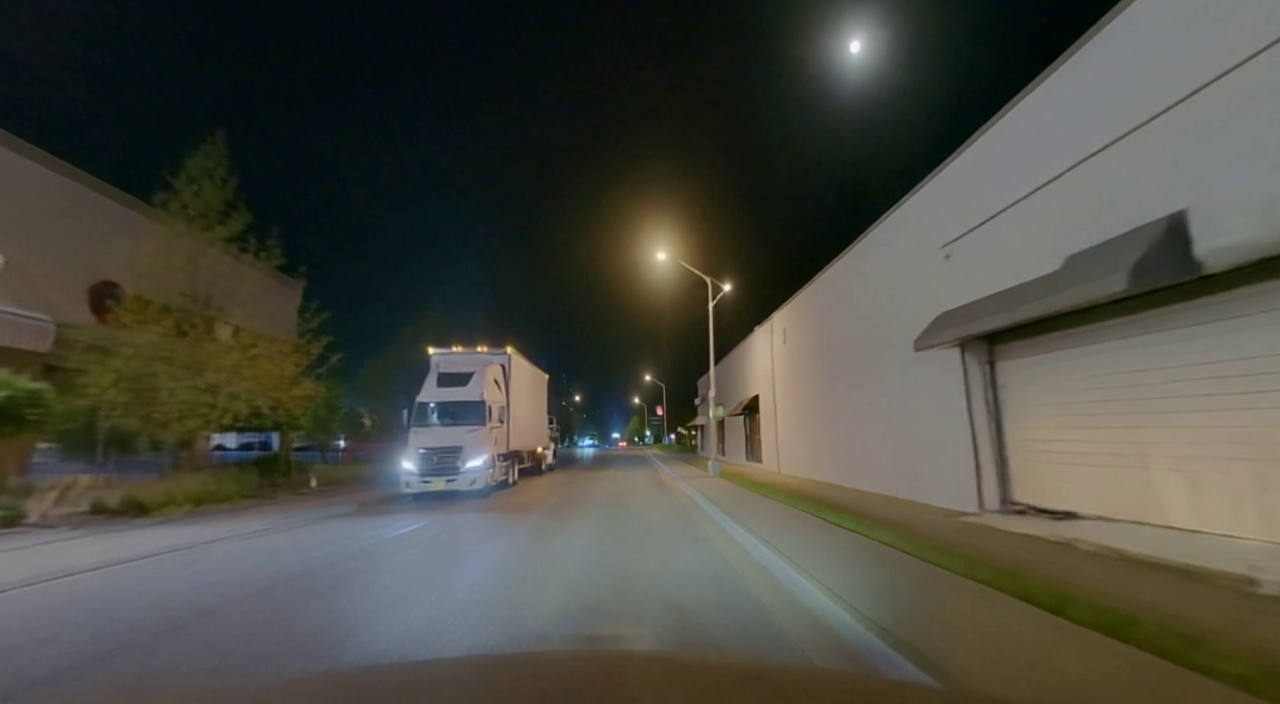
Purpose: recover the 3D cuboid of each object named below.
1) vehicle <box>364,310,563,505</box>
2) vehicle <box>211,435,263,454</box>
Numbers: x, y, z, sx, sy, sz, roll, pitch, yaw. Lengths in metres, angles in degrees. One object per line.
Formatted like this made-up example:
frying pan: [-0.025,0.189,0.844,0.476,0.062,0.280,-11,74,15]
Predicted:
vehicle: [-5.188,2.261,22.883,2.976,4.754,15.127,0,-7,0]
vehicle: [-30.907,7.102,48.294,1.617,1.432,3.486,-1,-8,1]
